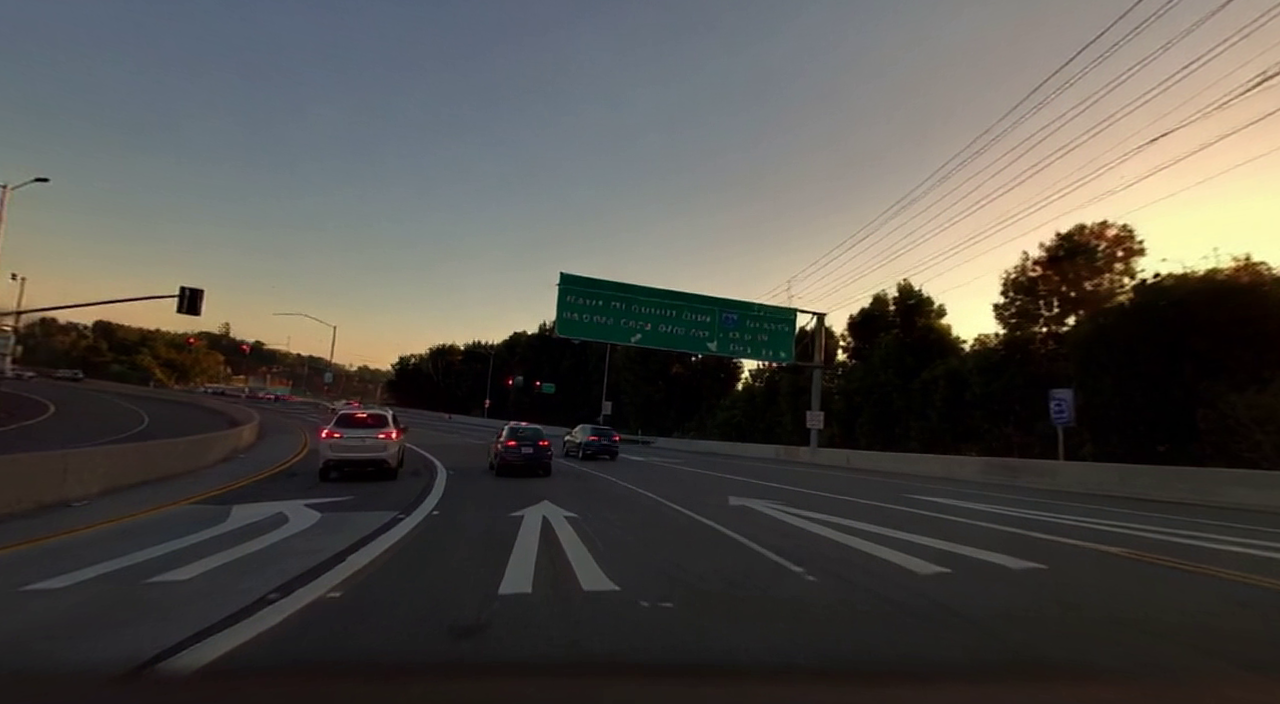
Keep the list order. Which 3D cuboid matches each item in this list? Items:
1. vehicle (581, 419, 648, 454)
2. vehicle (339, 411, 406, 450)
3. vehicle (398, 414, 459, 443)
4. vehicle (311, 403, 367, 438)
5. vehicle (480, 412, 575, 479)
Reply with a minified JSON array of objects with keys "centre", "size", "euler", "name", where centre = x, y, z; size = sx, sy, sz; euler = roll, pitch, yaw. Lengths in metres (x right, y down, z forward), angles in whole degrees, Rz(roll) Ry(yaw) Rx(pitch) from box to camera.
[{"centre":[-1.567,4.892,36.222],"size":[2.079,1.807,4.682],"euler":[4,-9,-27],"name":"vehicle"},{"centre":[-11.686,3.464,27.364],"size":[2.033,1.501,4.623],"euler":[5,-10,-29],"name":"vehicle"},{"centre":[-11.803,4.305,35.019],"size":[1.832,1.473,4.364],"euler":[6,-11,-37],"name":"vehicle"},{"centre":[-16.544,3.809,34.543],"size":[2.076,1.747,4.285],"euler":[6,-10,-33],"name":"vehicle"},{"centre":[-3.454,2.766,18.673],"size":[2.140,1.724,4.304],"euler":[3,-9,-18],"name":"vehicle"}]
